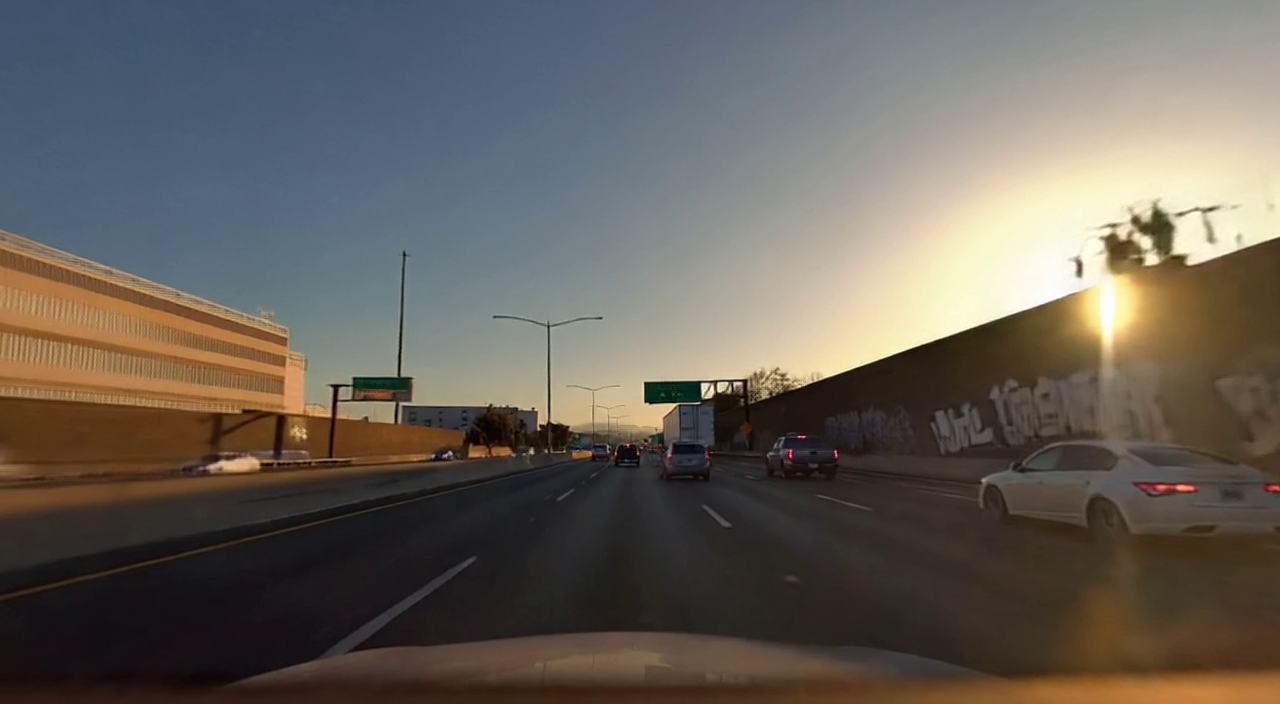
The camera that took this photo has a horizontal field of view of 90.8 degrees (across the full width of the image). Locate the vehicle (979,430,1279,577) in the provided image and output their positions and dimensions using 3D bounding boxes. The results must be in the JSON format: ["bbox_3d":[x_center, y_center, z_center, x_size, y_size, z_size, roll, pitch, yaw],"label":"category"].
[{"bbox_3d":[7.040,1.905,8.823,1.915,1.476,4.677,0,-9,-1],"label":"vehicle"}]

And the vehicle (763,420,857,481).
[{"bbox_3d":[7.266,4.338,27.838,2.322,2.360,6.433,0,-9,0],"label":"vehicle"}]

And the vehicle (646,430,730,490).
[{"bbox_3d":[1.524,3.769,22.298,2.249,1.843,5.176,0,-9,-4],"label":"vehicle"}]

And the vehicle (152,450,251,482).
[{"bbox_3d":[-20.628,5.343,29.947,1.851,1.389,4.016,0,-9,0],"label":"vehicle"}]

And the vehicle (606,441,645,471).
[{"bbox_3d":[-0.811,5.958,36.320,2.073,1.640,3.990,0,-9,-1],"label":"vehicle"}]
